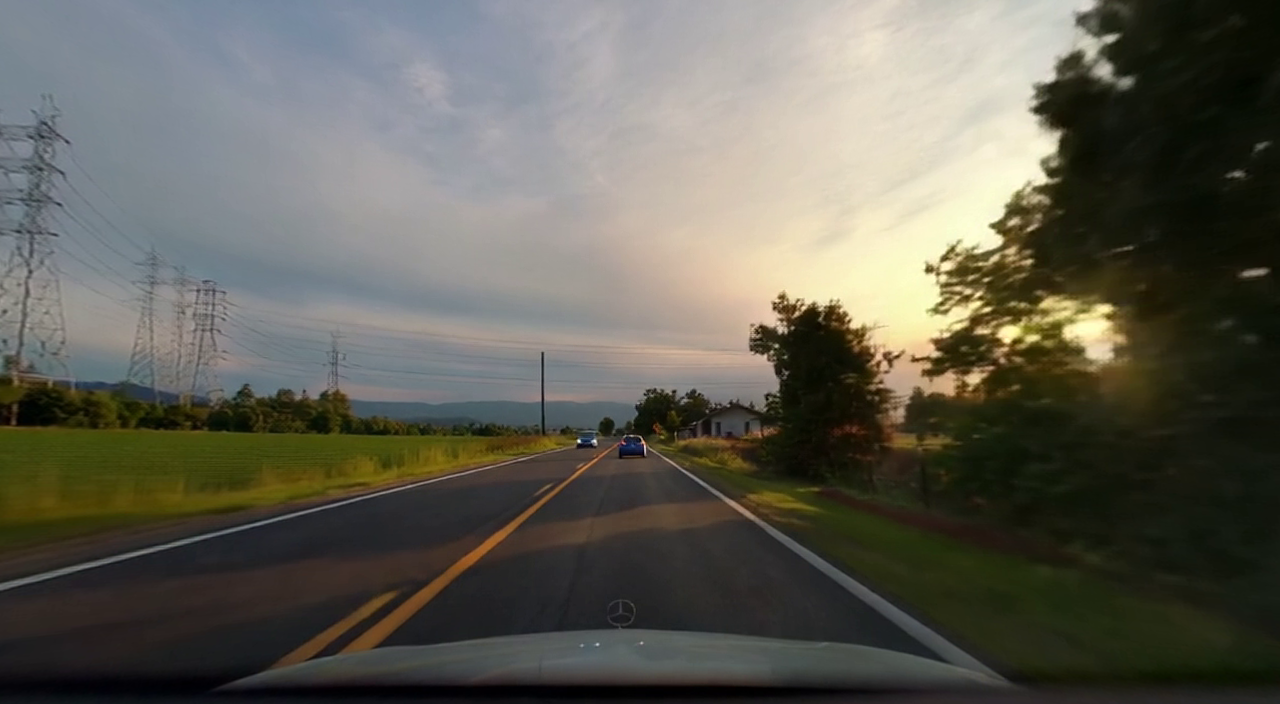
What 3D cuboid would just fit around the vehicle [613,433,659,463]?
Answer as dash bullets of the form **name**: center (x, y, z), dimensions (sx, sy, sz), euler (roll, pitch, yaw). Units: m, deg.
- **vehicle**: center (-0.231, 4.982, 33.057), dimensions (2.241, 1.471, 3.829), euler (0, -8, -1)
